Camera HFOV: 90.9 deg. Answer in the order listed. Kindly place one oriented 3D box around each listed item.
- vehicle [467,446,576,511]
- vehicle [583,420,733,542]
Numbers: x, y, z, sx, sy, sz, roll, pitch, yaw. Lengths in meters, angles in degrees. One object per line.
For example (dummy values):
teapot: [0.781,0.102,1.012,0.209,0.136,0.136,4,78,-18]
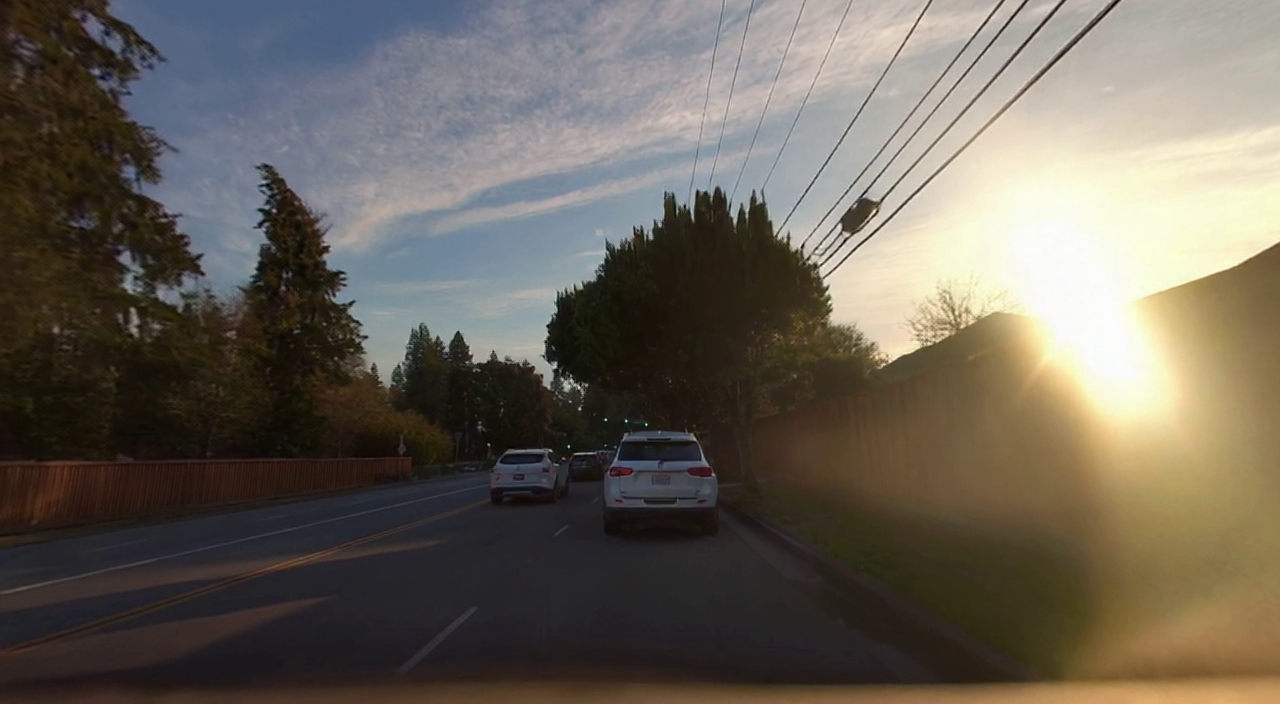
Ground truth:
vehicle: [-2.926,3.214,16.523,1.979,1.489,4.006,0,-9,1]
vehicle: [0.290,2.180,11.274,2.174,1.749,4.113,0,-9,1]
